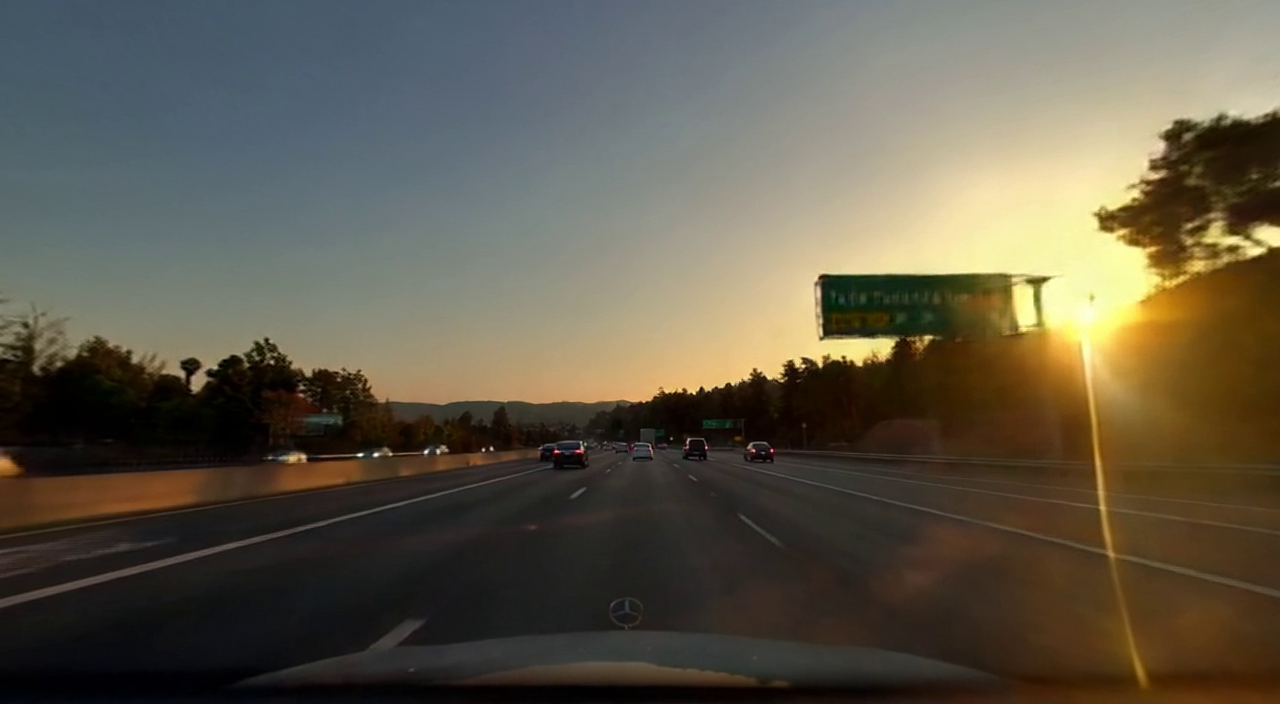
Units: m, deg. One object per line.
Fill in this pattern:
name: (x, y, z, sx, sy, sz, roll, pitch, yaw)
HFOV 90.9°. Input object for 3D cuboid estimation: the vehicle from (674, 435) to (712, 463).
vehicle: (3.936, 7.333, 47.665, 2.348, 1.991, 5.460, 0, -8, 0)

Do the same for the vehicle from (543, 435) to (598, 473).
vehicle: (-3.434, 5.135, 32.047, 2.118, 1.750, 4.875, 0, -8, 2)

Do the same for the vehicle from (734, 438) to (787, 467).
vehicle: (7.261, 6.120, 38.488, 2.196, 1.659, 4.451, 0, -8, -2)

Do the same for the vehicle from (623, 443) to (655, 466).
vehicle: (-0.027, 6.923, 42.867, 2.050, 1.452, 3.917, 0, -8, 1)
